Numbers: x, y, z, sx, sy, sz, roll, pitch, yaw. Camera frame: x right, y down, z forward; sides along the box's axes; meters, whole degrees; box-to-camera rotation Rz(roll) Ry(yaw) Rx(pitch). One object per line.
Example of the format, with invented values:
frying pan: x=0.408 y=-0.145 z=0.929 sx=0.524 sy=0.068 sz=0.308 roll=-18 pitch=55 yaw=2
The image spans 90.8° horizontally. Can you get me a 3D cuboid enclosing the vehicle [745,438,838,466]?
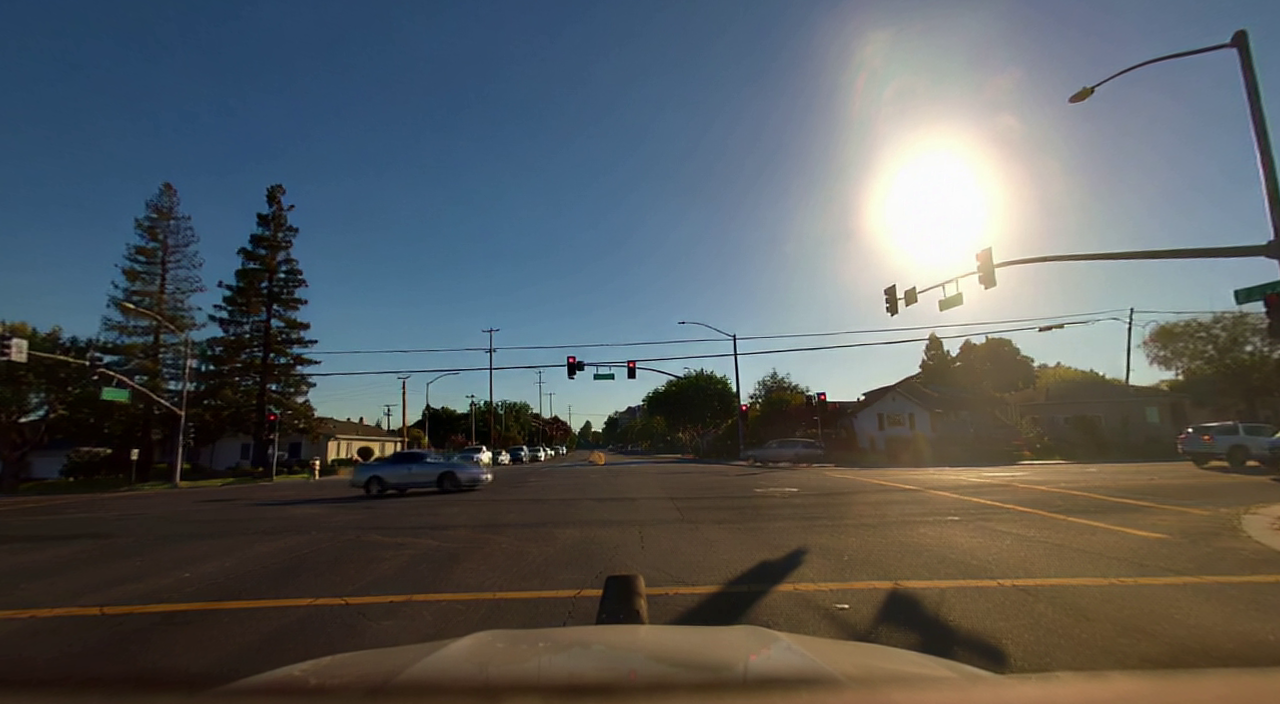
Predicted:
vehicle: x=8.795 y=5.839 z=36.943 sx=4.873 sy=1.539 sz=1.932 roll=-8 pitch=-11 yaw=40

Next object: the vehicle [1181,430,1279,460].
vehicle: x=31.321 y=4.879 z=33.015 sx=4.318 sy=1.488 sz=1.870 roll=0 pitch=-9 yaw=-1

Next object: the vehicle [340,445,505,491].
vehicle: x=-7.210 y=3.879 z=21.327 sx=4.823 sy=1.449 sz=2.017 roll=-1 pitch=-9 yaw=1
